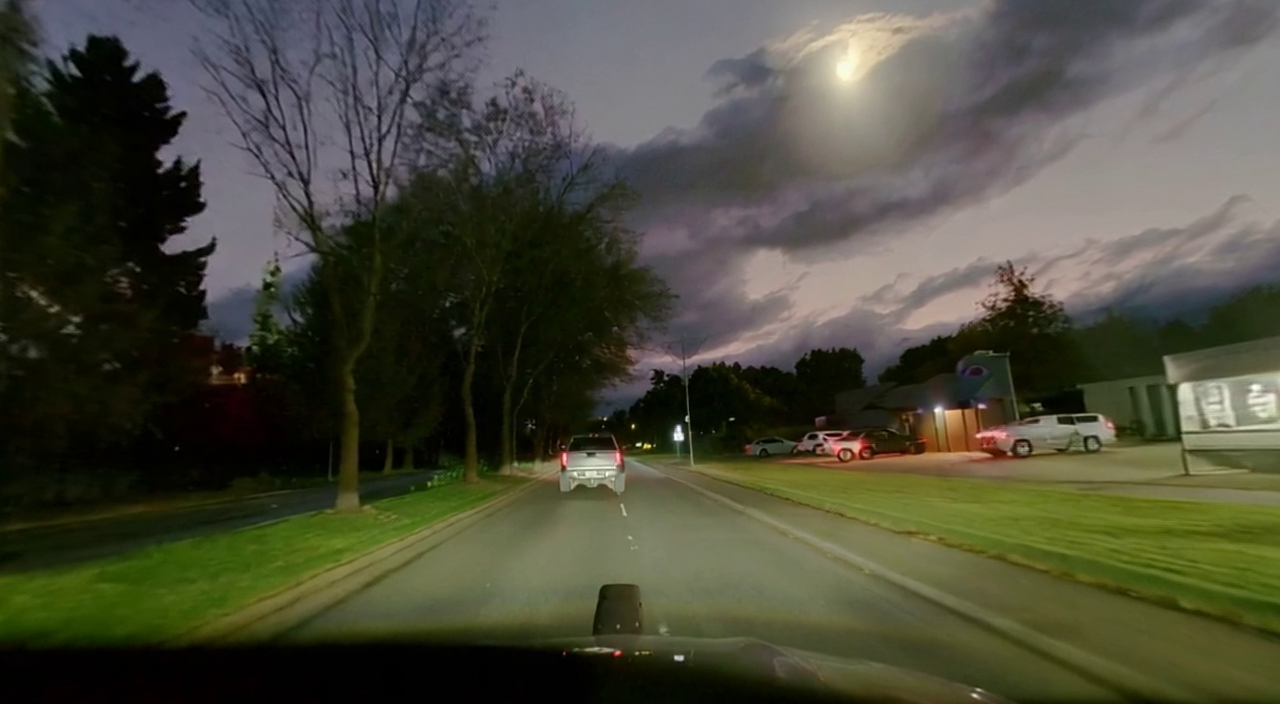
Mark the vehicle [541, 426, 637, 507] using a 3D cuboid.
[{"bbox_3d":[-1.251,3.037,17.297,2.157,1.816,5.804,0,-8,-2],"label":"vehicle"}]

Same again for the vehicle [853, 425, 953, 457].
[{"bbox_3d":[12.444,4.241,30.040,3.895,1.451,1.830,0,-9,-4],"label":"vehicle"}]

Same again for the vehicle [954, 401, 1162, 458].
[{"bbox_3d":[12.717,2.426,19.489,4.788,1.625,2.319,0,-9,-3],"label":"vehicle"}]
